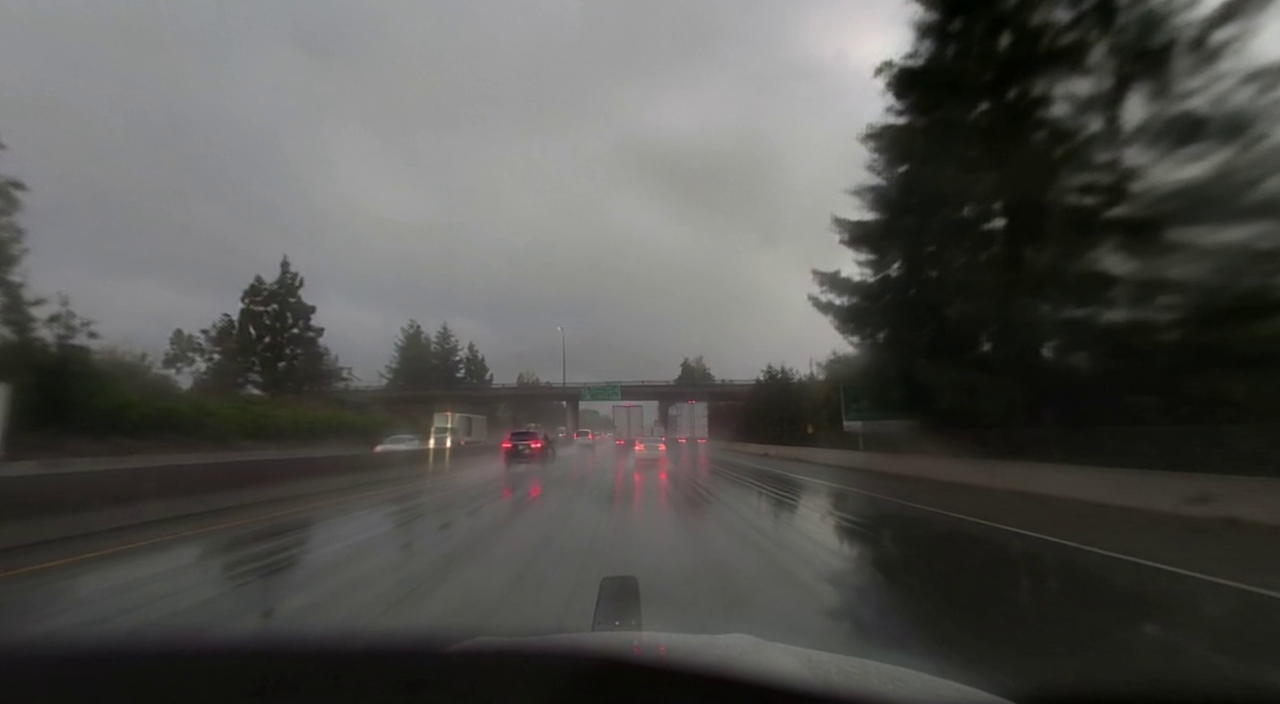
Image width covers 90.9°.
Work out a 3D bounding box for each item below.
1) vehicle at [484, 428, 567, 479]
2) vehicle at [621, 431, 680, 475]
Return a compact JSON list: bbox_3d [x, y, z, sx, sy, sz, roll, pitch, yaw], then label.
[{"bbox_3d":[-3.761,3.405,21.578,1.979,1.527,4.754,0,-8,0],"label":"vehicle"},{"bbox_3d":[0.322,3.751,23.729,2.059,1.522,3.693,0,-8,-1],"label":"vehicle"}]
